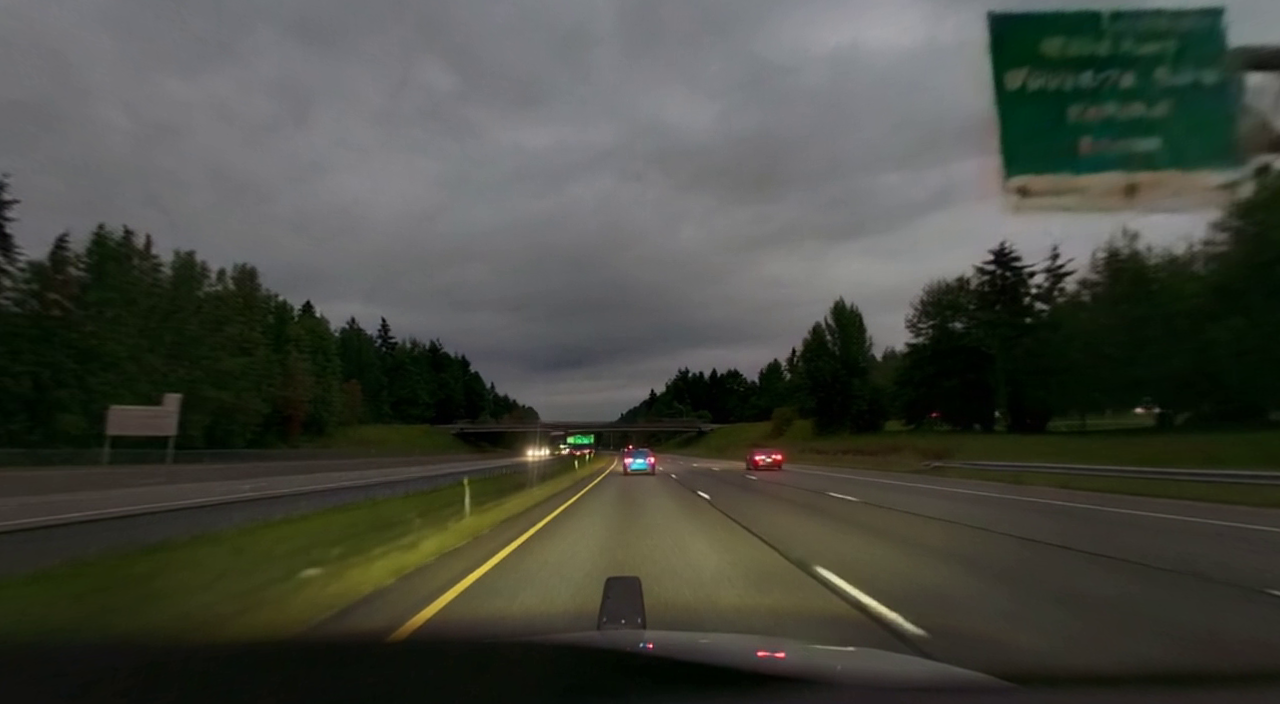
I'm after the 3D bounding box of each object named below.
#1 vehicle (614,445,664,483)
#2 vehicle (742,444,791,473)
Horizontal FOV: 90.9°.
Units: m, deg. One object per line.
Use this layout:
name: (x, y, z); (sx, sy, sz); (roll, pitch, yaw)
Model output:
vehicle: (-0.084, 4.932, 28.022); (2.069, 1.523, 4.012); (0, -9, -1)
vehicle: (7.486, 6.348, 37.679); (2.006, 1.639, 4.087); (0, -9, -1)
